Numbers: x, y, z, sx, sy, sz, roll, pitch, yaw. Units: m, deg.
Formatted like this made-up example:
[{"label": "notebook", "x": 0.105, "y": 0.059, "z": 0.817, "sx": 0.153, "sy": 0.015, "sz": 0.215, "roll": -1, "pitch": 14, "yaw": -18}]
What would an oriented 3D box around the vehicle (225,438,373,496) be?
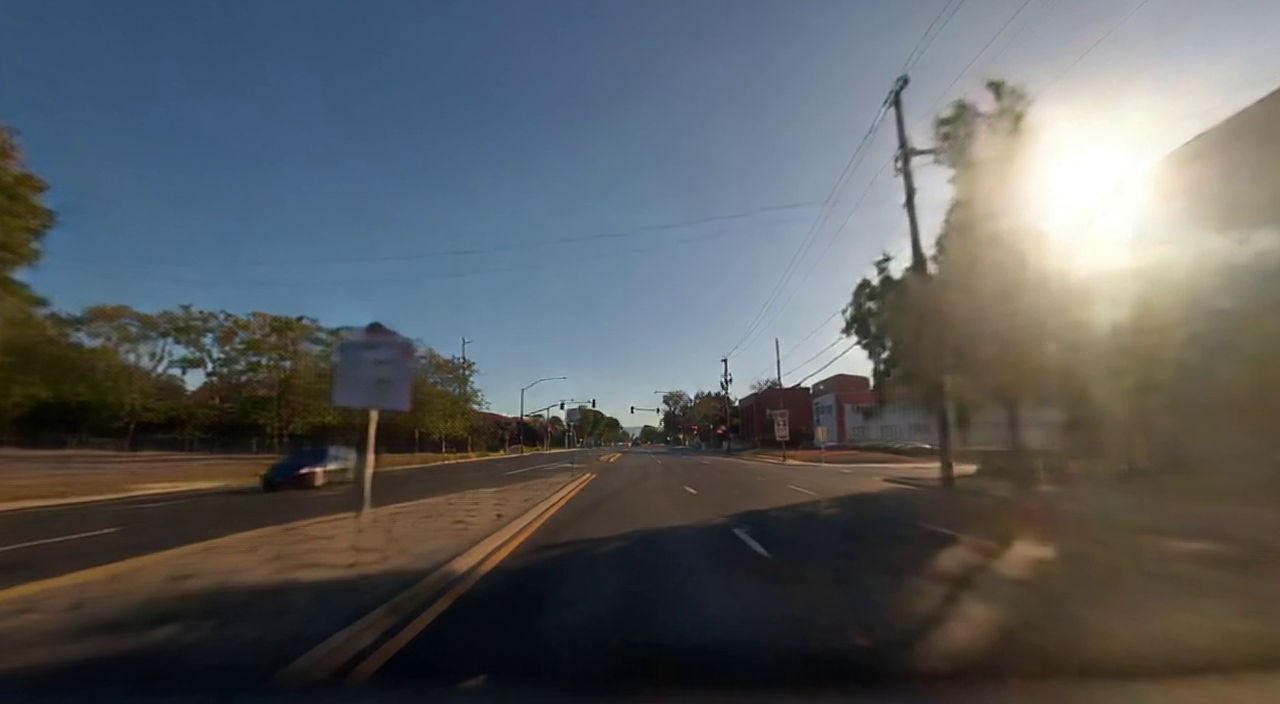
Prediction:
[{"label": "vehicle", "x": -10.576, "y": 3.595, "z": 20.175, "sx": 1.916, "sy": 1.593, "sz": 5.012, "roll": 0, "pitch": -8, "yaw": 0}]
